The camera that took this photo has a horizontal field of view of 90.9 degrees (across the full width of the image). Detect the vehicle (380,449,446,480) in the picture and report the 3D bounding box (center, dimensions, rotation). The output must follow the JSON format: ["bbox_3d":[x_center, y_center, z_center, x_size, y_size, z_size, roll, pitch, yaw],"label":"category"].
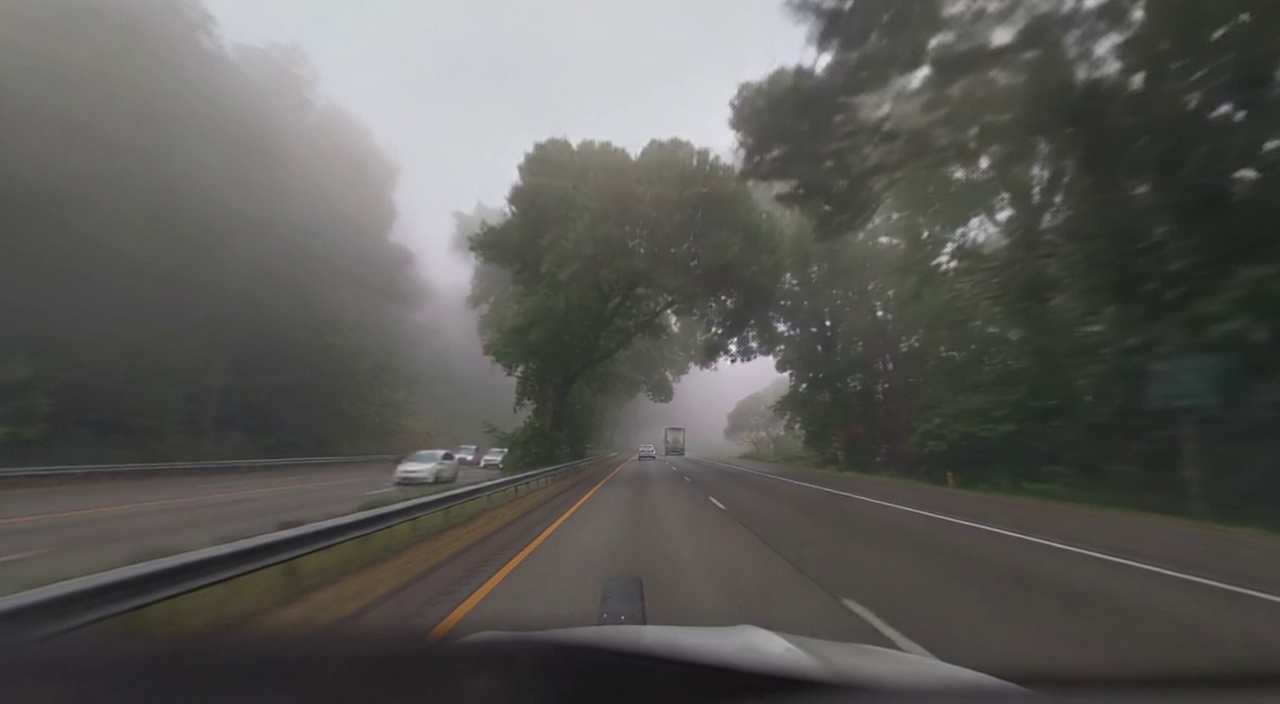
[{"bbox_3d":[-11.500,5.717,32.256,1.843,1.437,4.235,0,-9,-1],"label":"vehicle"}]
